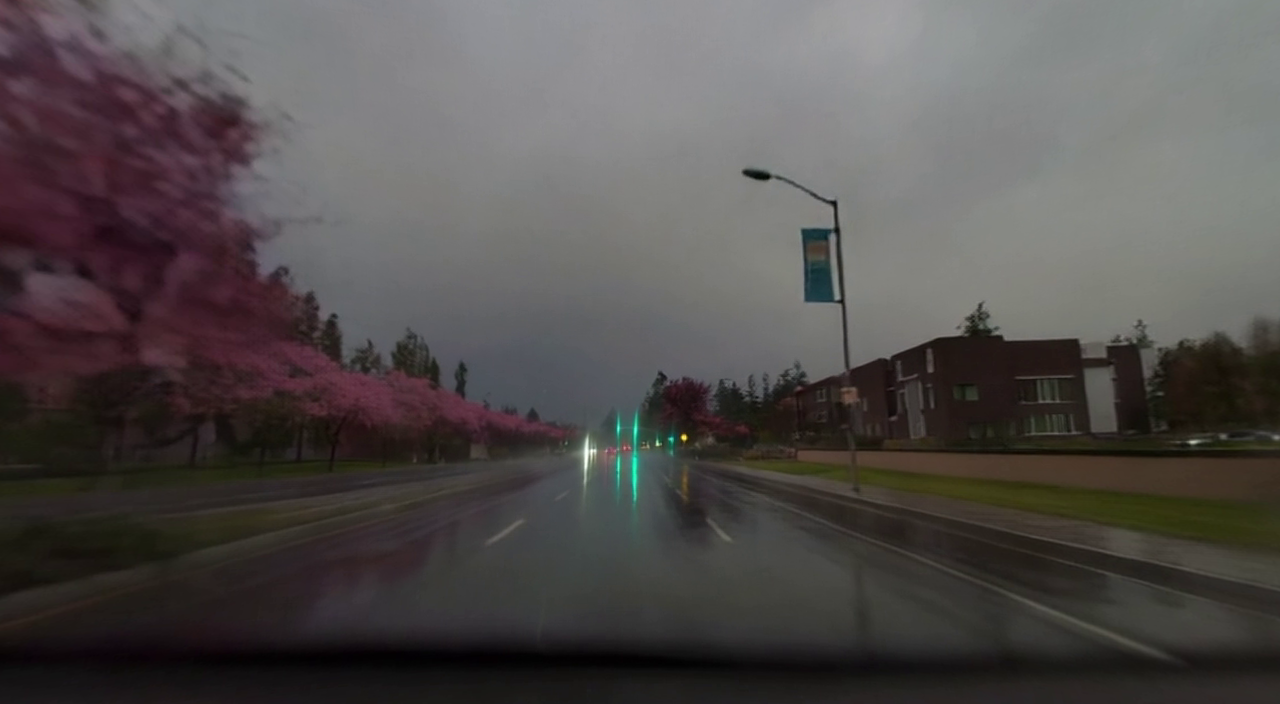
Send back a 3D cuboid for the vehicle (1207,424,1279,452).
[{"bbox_3d":[36.476,5.079,37.278,1.830,1.515,4.462,0,-8,1],"label":"vehicle"}]
